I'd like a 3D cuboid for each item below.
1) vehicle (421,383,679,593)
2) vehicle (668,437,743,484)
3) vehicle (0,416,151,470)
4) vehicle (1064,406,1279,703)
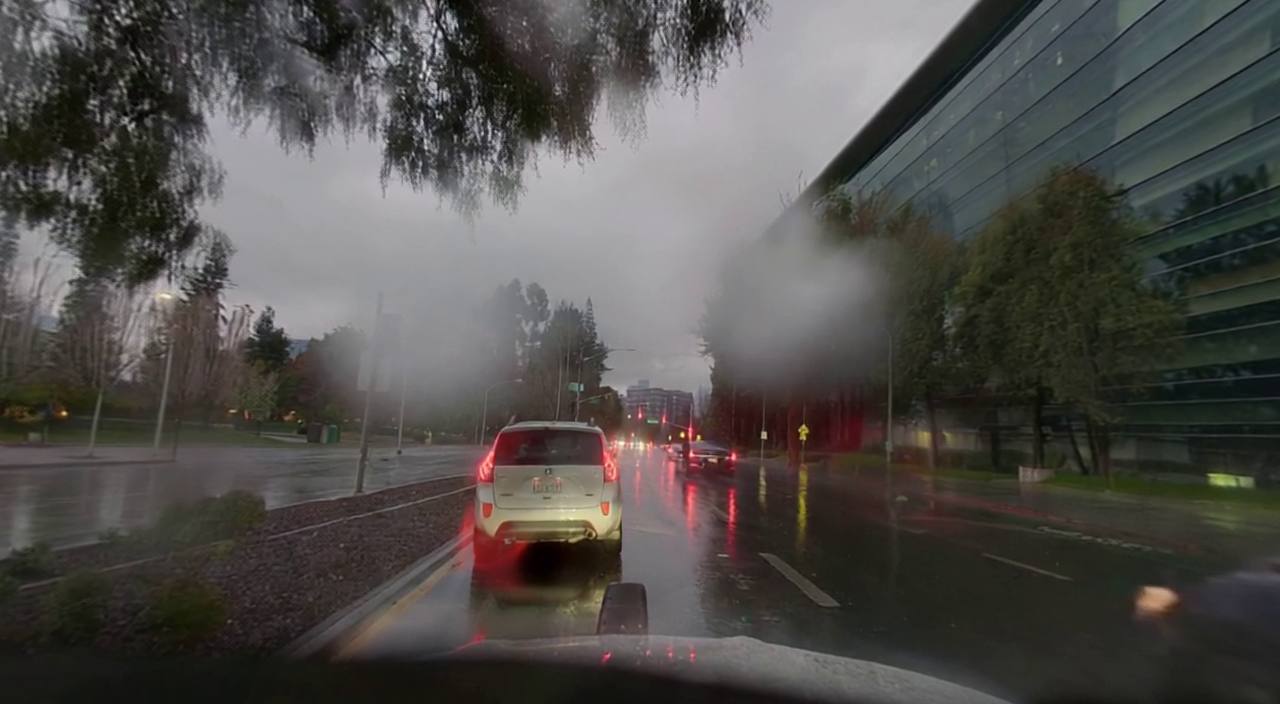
[{"bbox_3d":[-1.138,1.560,8.109,2.275,1.819,4.883,1,-9,-9],"label":"vehicle"},{"bbox_3d":[2.680,4.612,26.997,2.301,1.716,4.856,3,-9,-4],"label":"vehicle"},{"bbox_3d":[-18.830,2.961,20.458,1.911,1.542,4.748,0,-8,1],"label":"vehicle"},{"bbox_3d":[3.202,0.763,0.786,2.205,1.537,4.895,-1,-8,4],"label":"vehicle"}]
